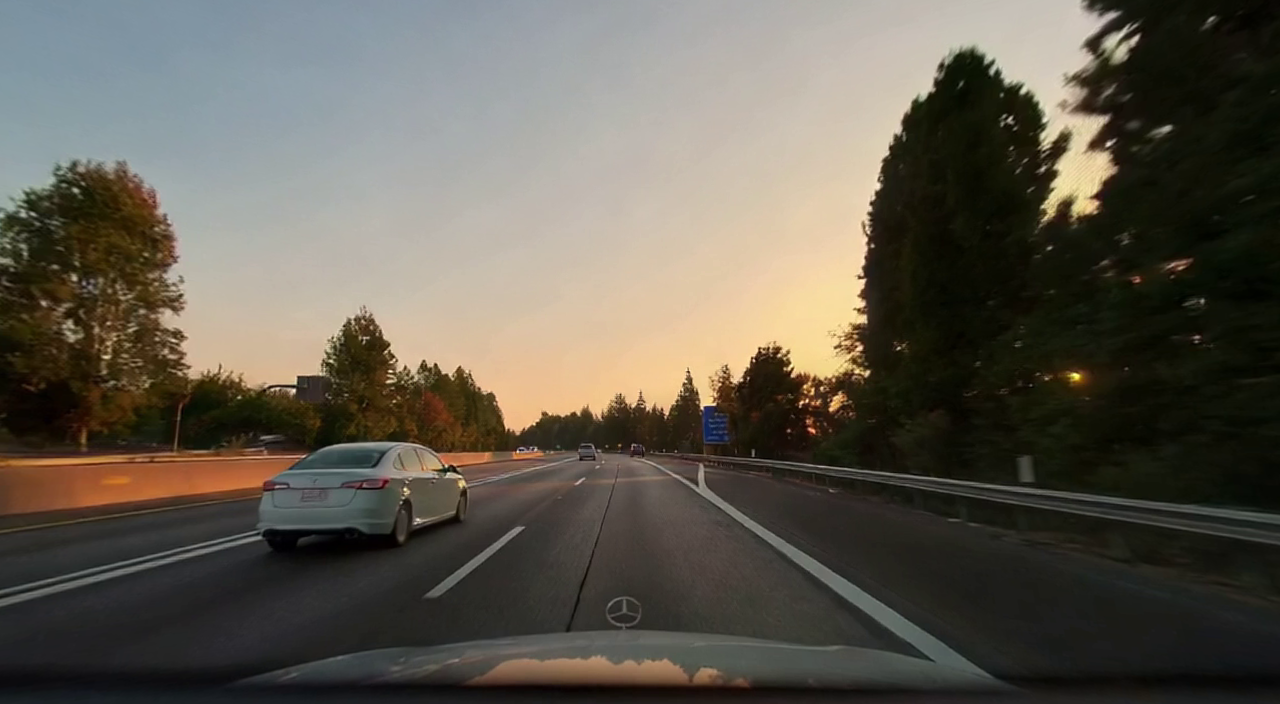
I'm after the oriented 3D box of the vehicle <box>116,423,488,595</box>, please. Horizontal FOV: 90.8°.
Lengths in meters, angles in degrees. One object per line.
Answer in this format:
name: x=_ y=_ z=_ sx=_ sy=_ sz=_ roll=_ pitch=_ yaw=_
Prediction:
vehicle: x=-3.754 y=1.851 z=8.430 sx=2.184 sy=1.574 sz=5.004 roll=0 pitch=-9 yaw=0
